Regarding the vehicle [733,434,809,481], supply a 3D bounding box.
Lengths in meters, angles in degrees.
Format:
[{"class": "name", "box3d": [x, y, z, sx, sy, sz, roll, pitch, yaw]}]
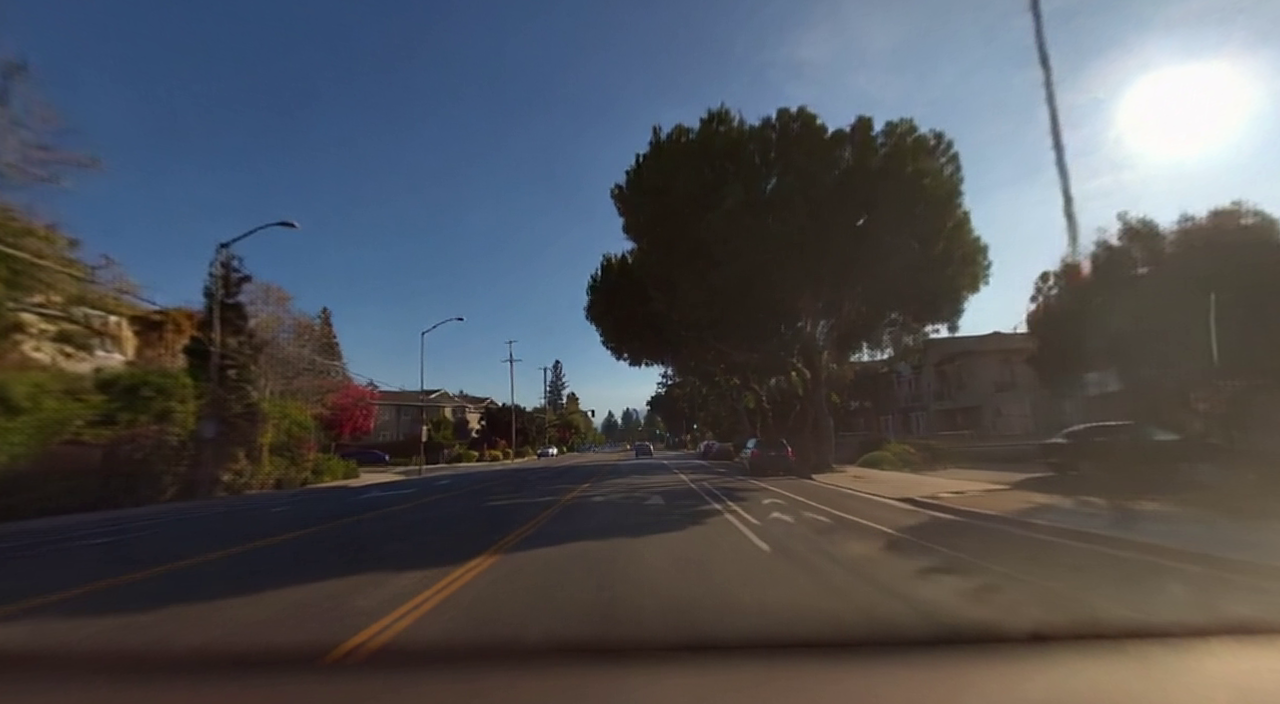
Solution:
[{"class": "vehicle", "box3d": [5.277, 4.336, 26.002, 2.140, 1.739, 4.721, 0, -9, 0]}]

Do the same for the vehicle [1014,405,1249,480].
[{"class": "vehicle", "box3d": [13.400, 2.481, 17.328, 4.674, 1.557, 2.288, -4, -8, -7]}]

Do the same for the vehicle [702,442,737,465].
[{"class": "vehicle", "box3d": [5.560, 7.140, 44.357, 1.851, 1.487, 4.566, 0, -9, -1]}]
